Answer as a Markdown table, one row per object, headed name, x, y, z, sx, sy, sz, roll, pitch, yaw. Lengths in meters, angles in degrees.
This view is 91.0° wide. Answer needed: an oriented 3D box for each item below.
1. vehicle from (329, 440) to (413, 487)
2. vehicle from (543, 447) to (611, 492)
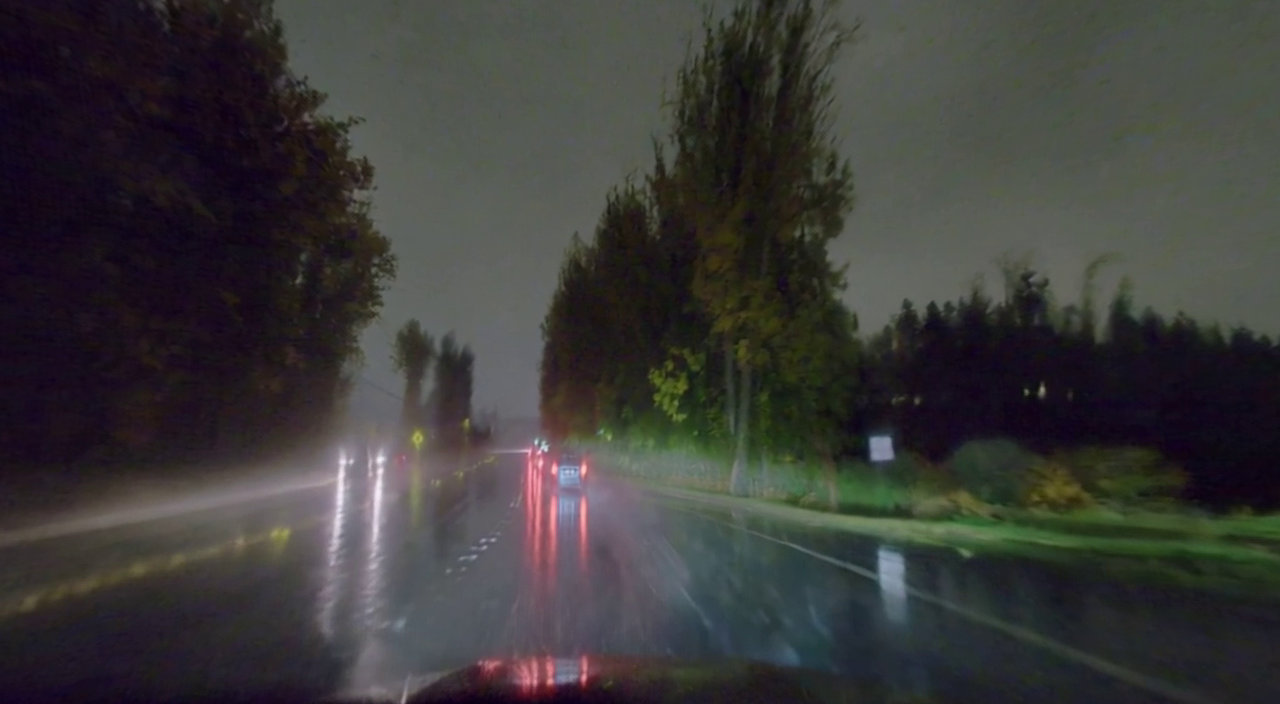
| name | x | y | z | sx | sy | sz | roll | pitch | yaw |
| --- | --- | --- | --- | --- | --- | --- | --- | --- | --- |
| vehicle | -10.129 | 4.199 | 24.041 | 1.894 | 1.621 | 3.900 | 1 | -9 | -8 |
| vehicle | -2.479 | 4.359 | 23.777 | 2.296 | 1.510 | 4.068 | 1 | -9 | -9 |
